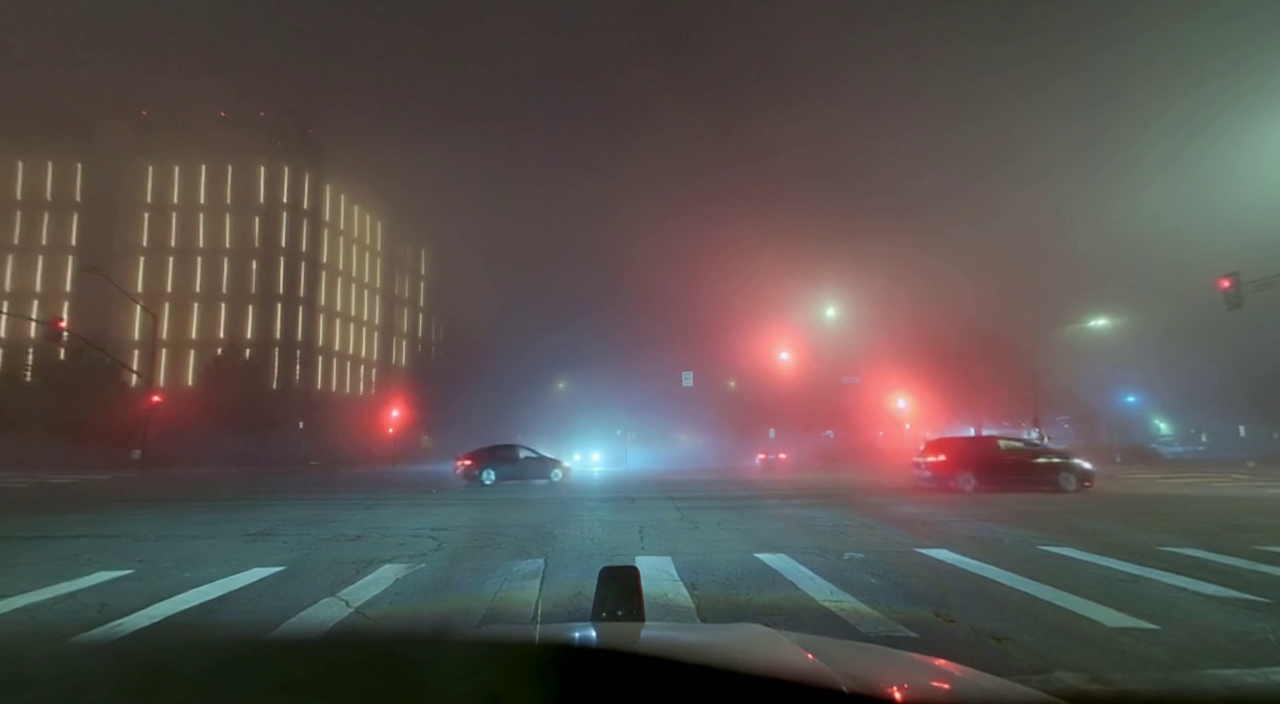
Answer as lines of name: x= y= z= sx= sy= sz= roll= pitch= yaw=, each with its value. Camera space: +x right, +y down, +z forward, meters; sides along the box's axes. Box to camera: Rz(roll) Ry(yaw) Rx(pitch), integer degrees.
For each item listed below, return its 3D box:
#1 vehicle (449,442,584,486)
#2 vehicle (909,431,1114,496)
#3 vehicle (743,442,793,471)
vehicle: x=-4.462 y=4.003 z=22.863 sx=4.424 sy=1.454 sz=2.043 roll=3 pitch=-9 yaw=-23
vehicle: x=11.087 y=3.329 z=19.100 sx=4.923 sy=1.800 sz=2.153 roll=1 pitch=-8 yaw=-6
vehicle: x=7.465 y=5.986 z=36.452 sx=1.955 sy=1.569 sz=4.397 roll=-4 pitch=-9 yaw=22
